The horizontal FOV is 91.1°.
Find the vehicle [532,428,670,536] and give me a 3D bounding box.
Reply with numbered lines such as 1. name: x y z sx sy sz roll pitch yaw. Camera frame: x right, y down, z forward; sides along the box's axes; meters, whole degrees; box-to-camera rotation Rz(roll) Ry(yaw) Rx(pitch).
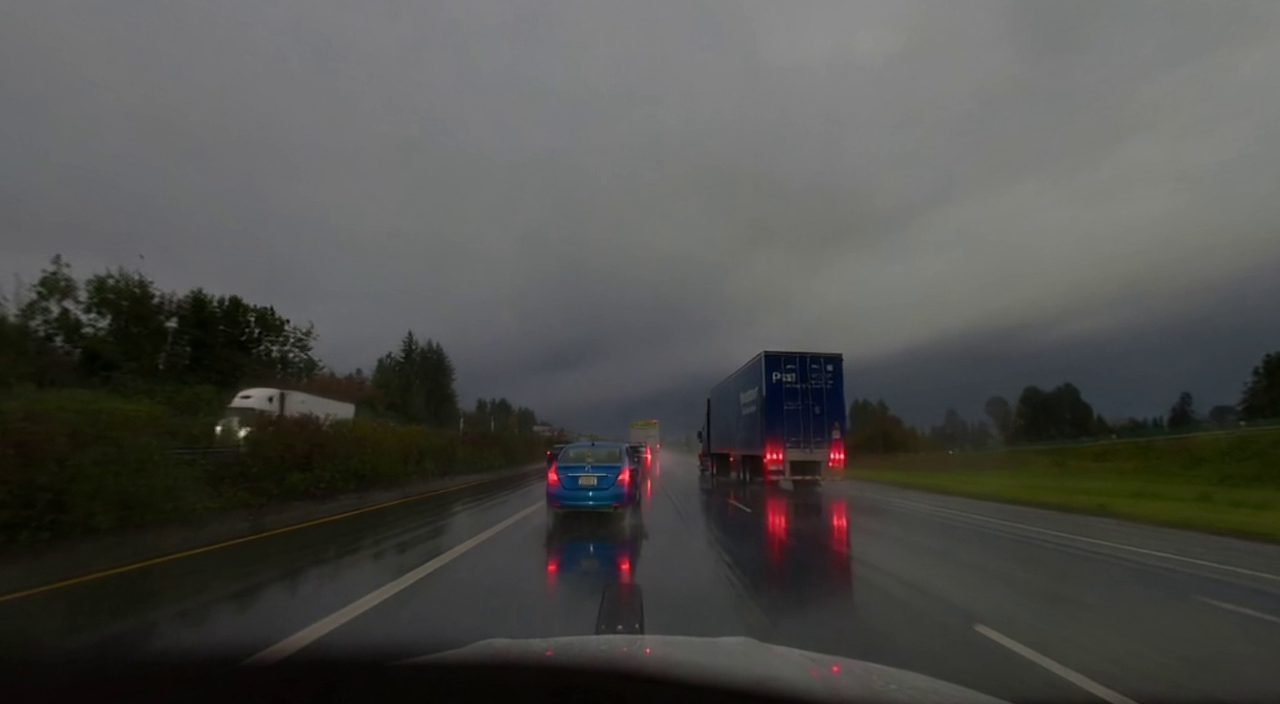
1. vehicle: -0.595 2.221 11.257 2.038 1.582 3.729 0 -9 0

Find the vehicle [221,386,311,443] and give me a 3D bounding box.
1. vehicle: -27.972 4.857 47.382 2.979 3.928 6.477 1 -9 -4

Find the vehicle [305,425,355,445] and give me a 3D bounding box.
1. vehicle: -23.857 6.439 48.484 1.729 1.455 4.560 0 -9 -3

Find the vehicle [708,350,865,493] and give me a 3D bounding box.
1. vehicle: 4.913 3.021 24.912 2.825 4.043 14.051 0 -9 0
